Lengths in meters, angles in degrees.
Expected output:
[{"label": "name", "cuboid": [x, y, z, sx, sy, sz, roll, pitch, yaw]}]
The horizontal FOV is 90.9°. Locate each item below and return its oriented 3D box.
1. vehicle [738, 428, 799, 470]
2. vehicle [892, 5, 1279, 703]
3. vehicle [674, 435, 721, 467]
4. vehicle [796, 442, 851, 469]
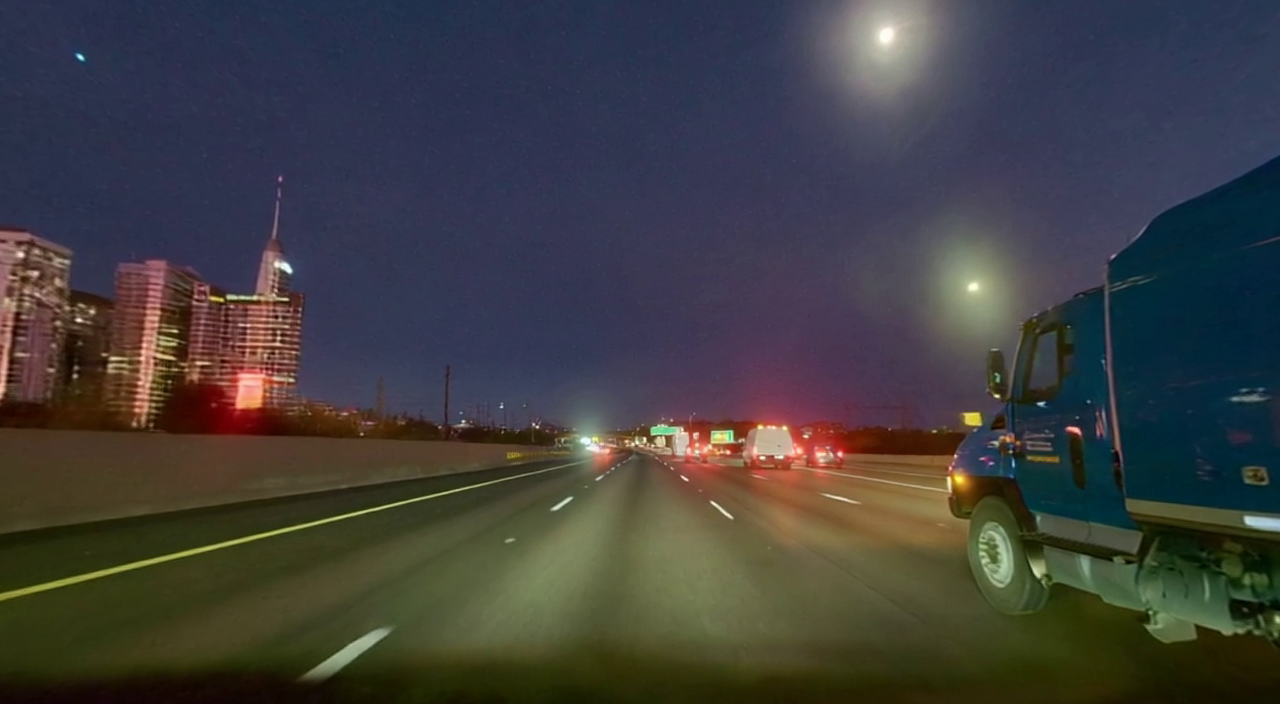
[{"label": "vehicle", "cuboid": [7.287, 5.586, 36.446, 2.301, 2.203, 5.419, 0, -8, -1]}, {"label": "vehicle", "cuboid": [3.320, 0.160, 1.474, 2.436, 2.745, 7.034, 0, -8, -1]}, {"label": "vehicle", "cuboid": [3.624, 6.439, 41.202, 2.464, 1.961, 5.520, 0, -8, -1]}, {"label": "vehicle", "cuboid": [10.834, 6.194, 37.689, 1.976, 1.474, 4.779, 0, -9, 2]}]
